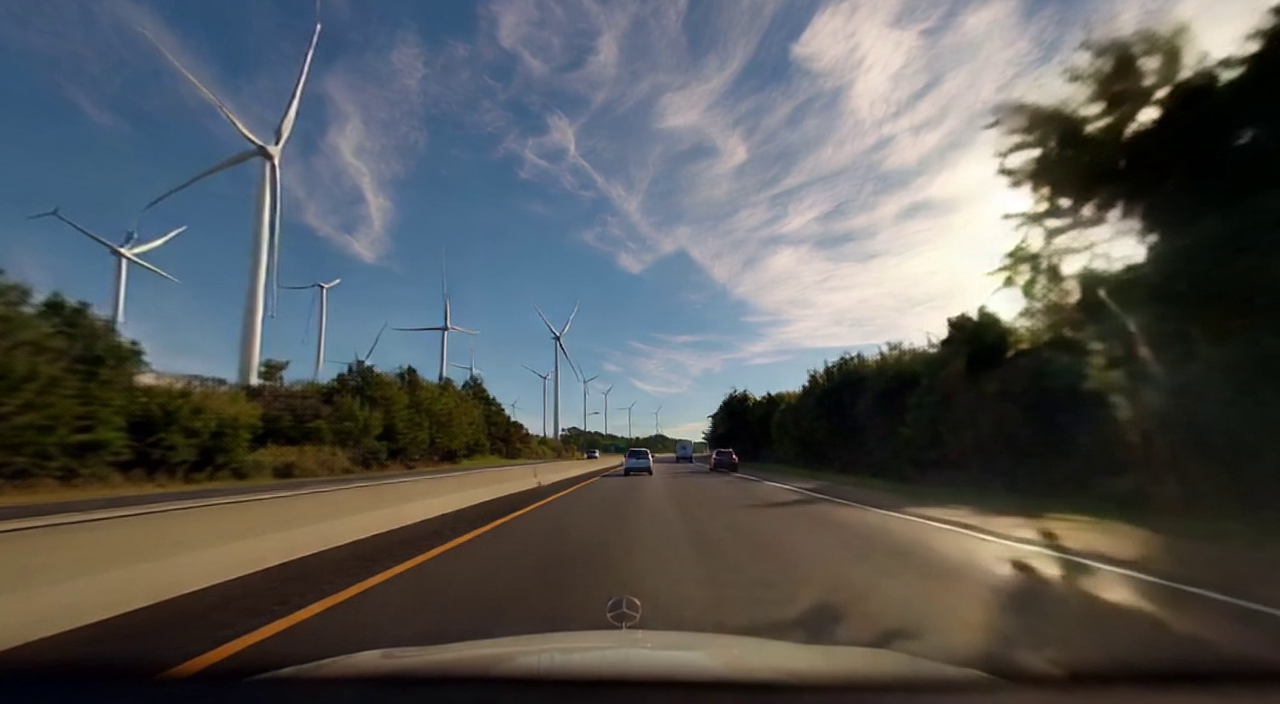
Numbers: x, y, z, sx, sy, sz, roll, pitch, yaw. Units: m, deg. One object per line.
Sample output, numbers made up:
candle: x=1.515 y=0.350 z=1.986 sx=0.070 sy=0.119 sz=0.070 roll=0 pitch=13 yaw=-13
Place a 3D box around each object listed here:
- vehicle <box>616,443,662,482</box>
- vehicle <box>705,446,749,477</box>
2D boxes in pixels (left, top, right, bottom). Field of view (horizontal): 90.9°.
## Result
vehicle: x=-0.024 y=5.195 z=29.819 sx=2.038 sy=1.723 sz=4.150 roll=0 pitch=-9 yaw=0
vehicle: x=5.065 y=6.446 z=37.290 sx=2.040 sy=1.721 sz=4.507 roll=0 pitch=-9 yaw=1
